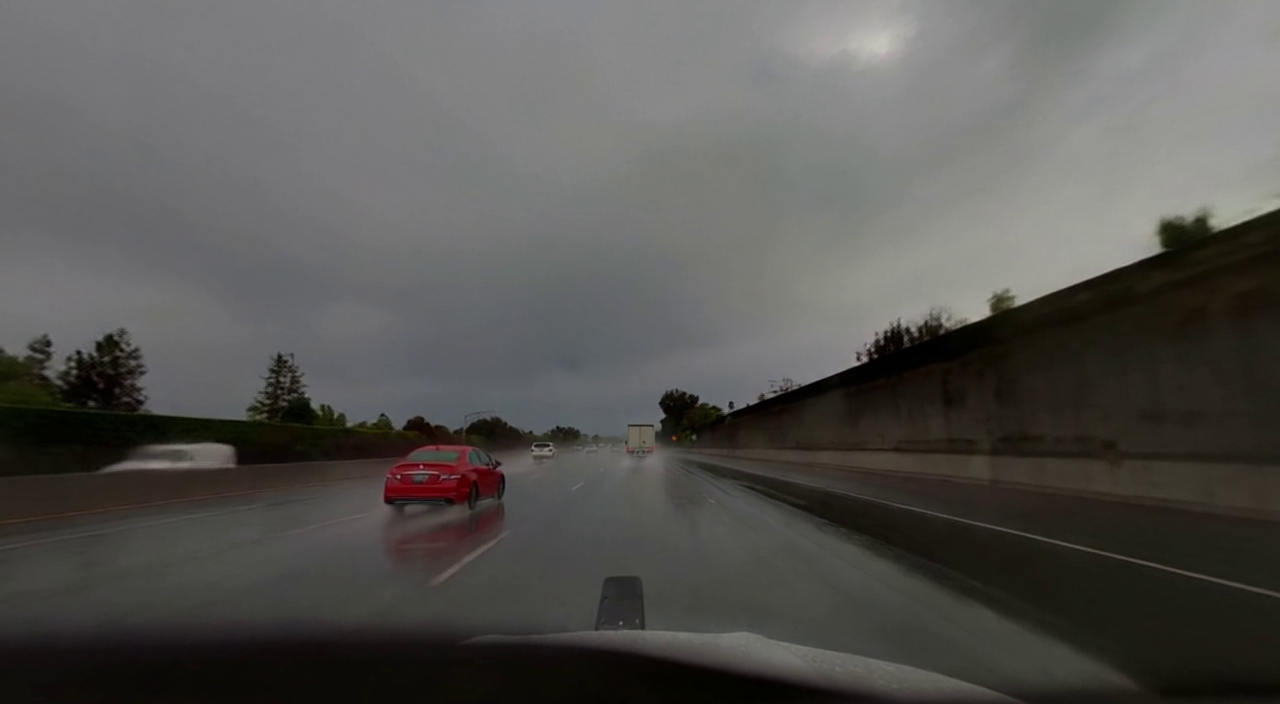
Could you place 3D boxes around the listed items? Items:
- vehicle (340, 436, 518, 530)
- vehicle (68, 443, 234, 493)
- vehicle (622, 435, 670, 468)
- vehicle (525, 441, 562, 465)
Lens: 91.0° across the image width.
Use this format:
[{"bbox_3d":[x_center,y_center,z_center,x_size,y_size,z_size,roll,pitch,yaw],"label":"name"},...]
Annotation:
[{"bbox_3d":[-3.842,2.449,12.420,2.000,1.512,4.371,0,-9,0],"label":"vehicle"},{"bbox_3d":[-17.247,4.092,22.615,2.064,1.581,4.791,0,-8,1],"label":"vehicle"},{"bbox_3d":[0.315,6.380,40.566,2.856,1.994,4.931,0,-8,-1],"label":"vehicle"},{"bbox_3d":[-7.438,7.792,48.865,2.068,1.757,4.611,0,-8,1],"label":"vehicle"}]
